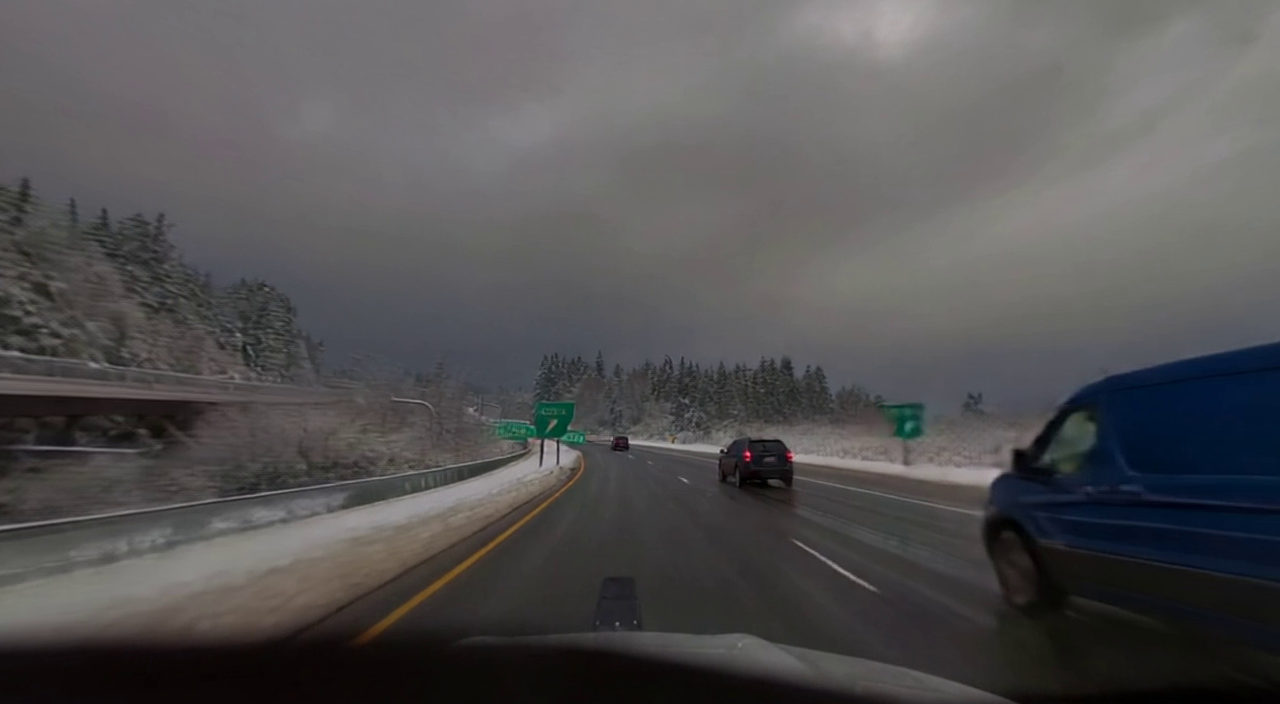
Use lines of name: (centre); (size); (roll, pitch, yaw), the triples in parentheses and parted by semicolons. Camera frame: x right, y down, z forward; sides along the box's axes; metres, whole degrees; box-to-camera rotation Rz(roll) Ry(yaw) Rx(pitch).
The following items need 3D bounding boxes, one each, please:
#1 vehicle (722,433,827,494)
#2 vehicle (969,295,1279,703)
vehicle: (3.732, 3.187, 18.225); (1.952, 1.536, 4.036); (0, -9, -3)
vehicle: (3.934, 0.697, 2.670); (2.205, 1.923, 4.956); (0, -9, -2)
